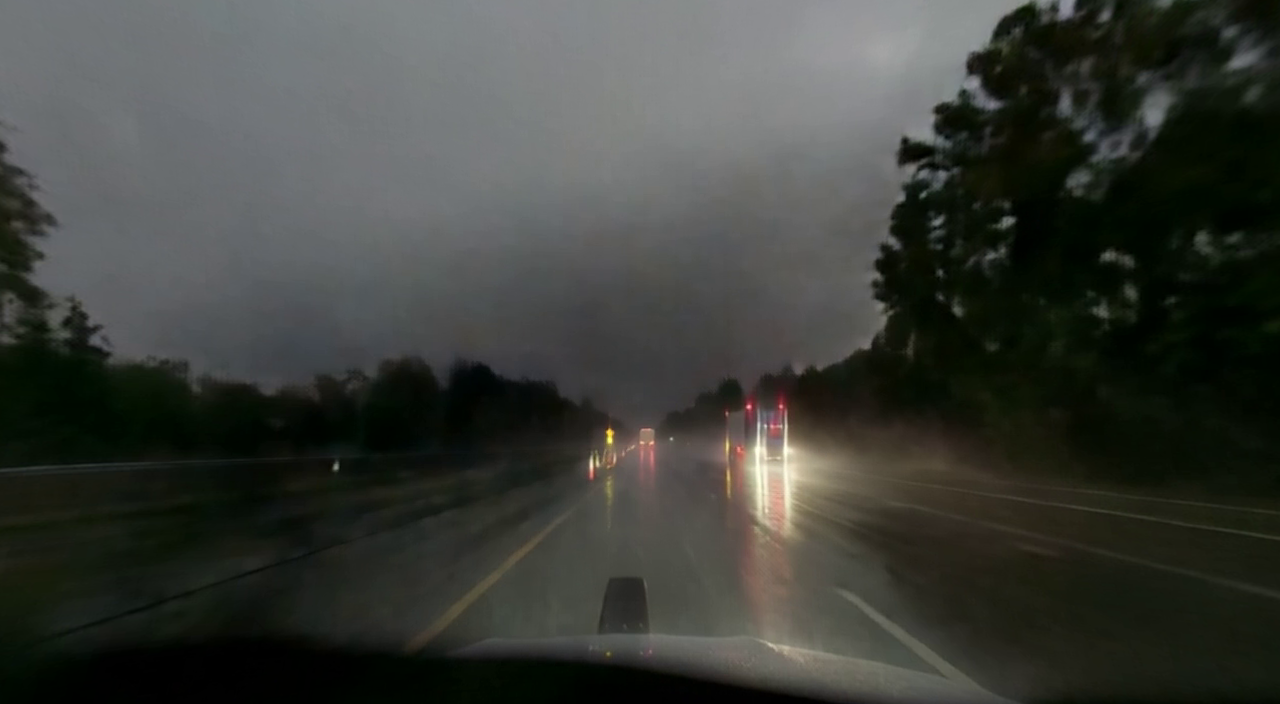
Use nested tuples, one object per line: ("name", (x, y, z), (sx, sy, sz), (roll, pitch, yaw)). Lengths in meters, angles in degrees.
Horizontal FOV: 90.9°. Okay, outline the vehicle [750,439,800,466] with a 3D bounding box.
("vehicle", (8.565, 6.394, 40.310), (2.611, 1.607, 3.179), (0, -9, 2))
